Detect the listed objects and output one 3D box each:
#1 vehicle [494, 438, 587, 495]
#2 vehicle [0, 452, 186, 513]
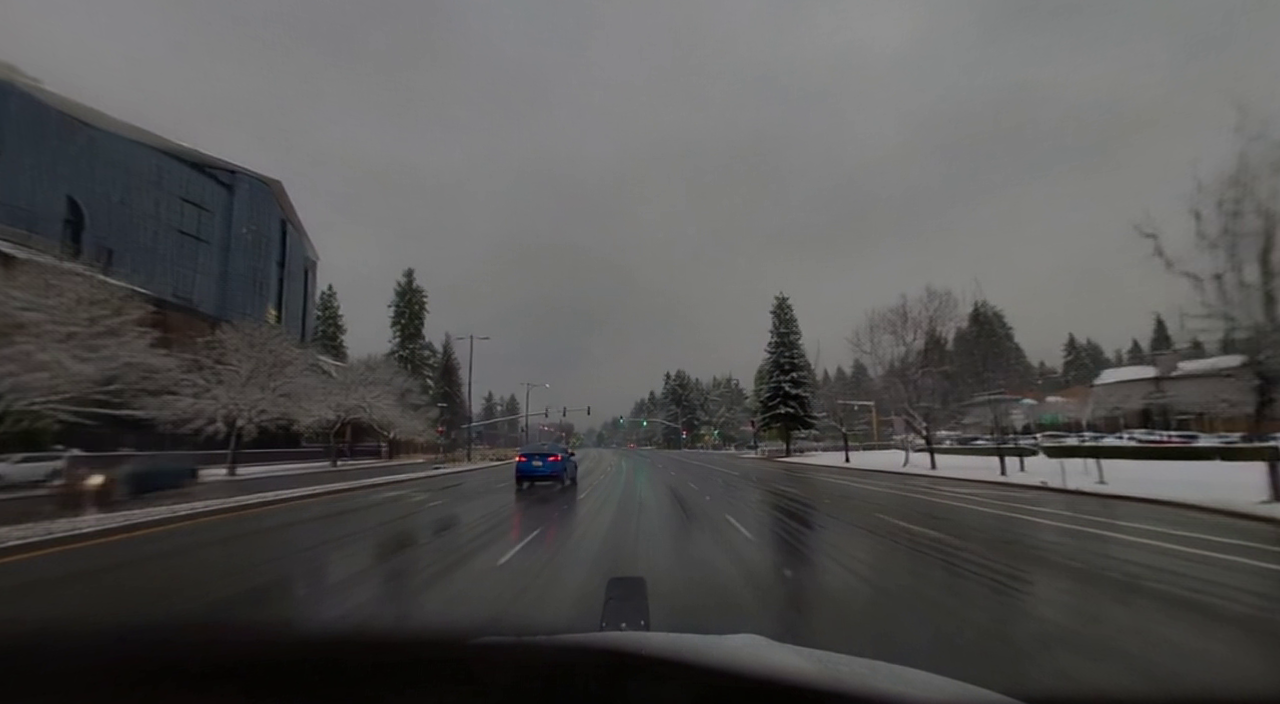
[{"bbox_3d":[-2.881,3.438,19.313,2.009,1.489,4.543,-1,-8,1],"label":"vehicle"},{"bbox_3d":[-16.370,3.863,19.184,1.890,1.479,4.484,-2,-8,-2],"label":"vehicle"}]
